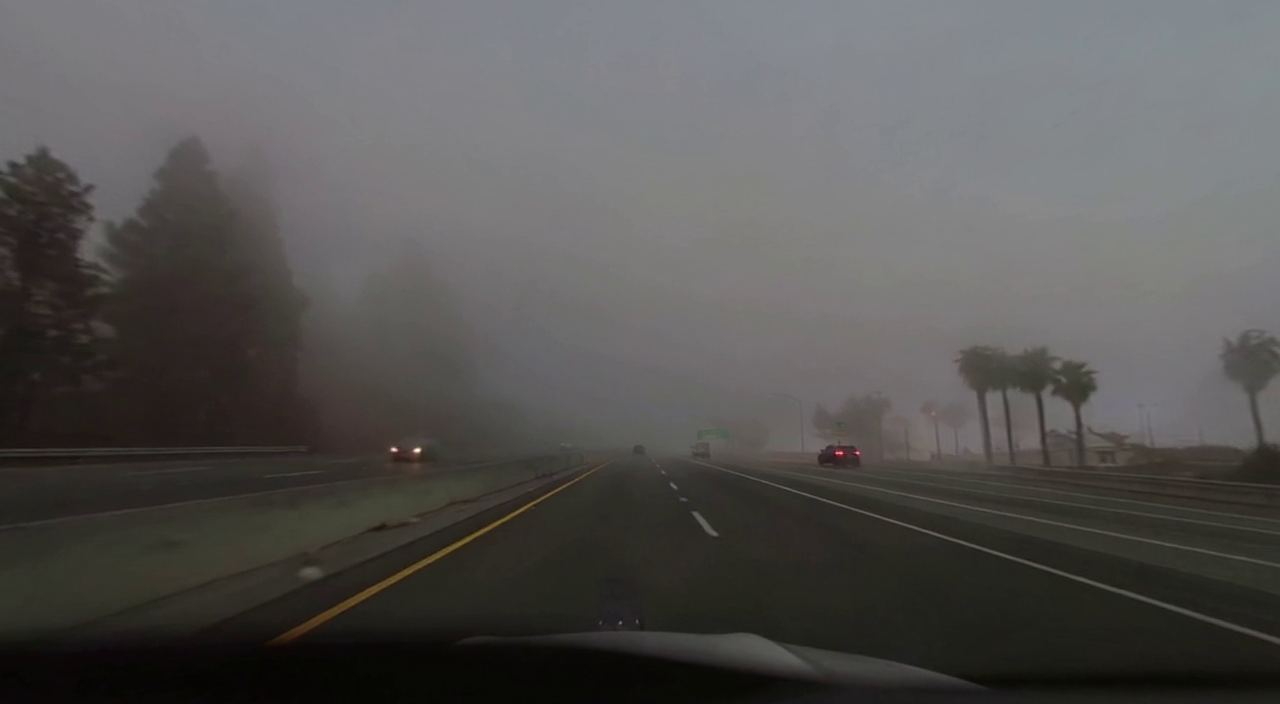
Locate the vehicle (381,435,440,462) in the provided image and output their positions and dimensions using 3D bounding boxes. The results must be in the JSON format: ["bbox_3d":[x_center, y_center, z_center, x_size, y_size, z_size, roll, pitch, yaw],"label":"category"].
[{"bbox_3d":[-13.469,5.684,37.320,1.881,1.496,4.351,0,-8,0],"label":"vehicle"}]
